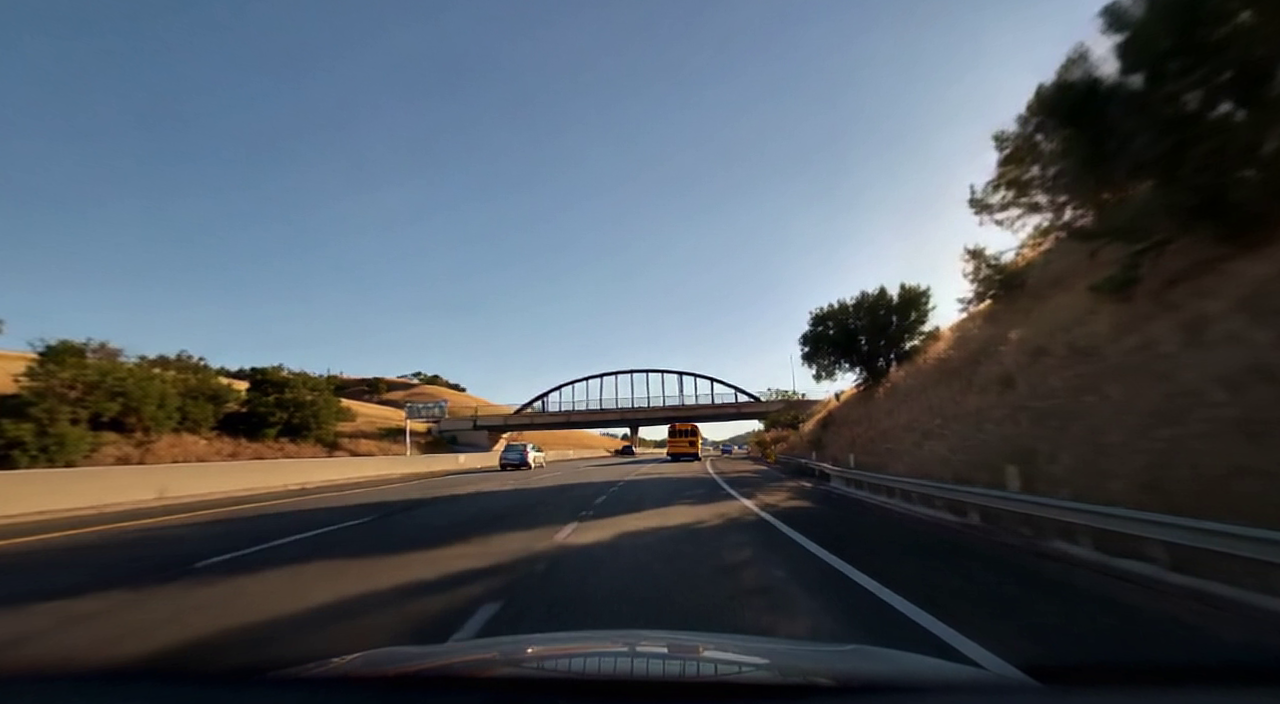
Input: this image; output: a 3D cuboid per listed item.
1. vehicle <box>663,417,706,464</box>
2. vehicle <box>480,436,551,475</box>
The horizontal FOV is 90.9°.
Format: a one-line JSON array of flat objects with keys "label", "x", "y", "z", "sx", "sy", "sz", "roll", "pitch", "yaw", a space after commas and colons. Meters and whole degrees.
[{"label": "vehicle", "x": 3.579, "y": 6.942, "z": 49.360, "sx": 2.945, "sy": 3.295, "sz": 10.406, "roll": -1, "pitch": -8, "yaw": 5}, {"label": "vehicle", "x": -5.847, "y": 4.924, "z": 30.232, "sx": 2.172, "sy": 1.689, "sz": 4.625, "roll": -1, "pitch": -8, "yaw": 4}]
